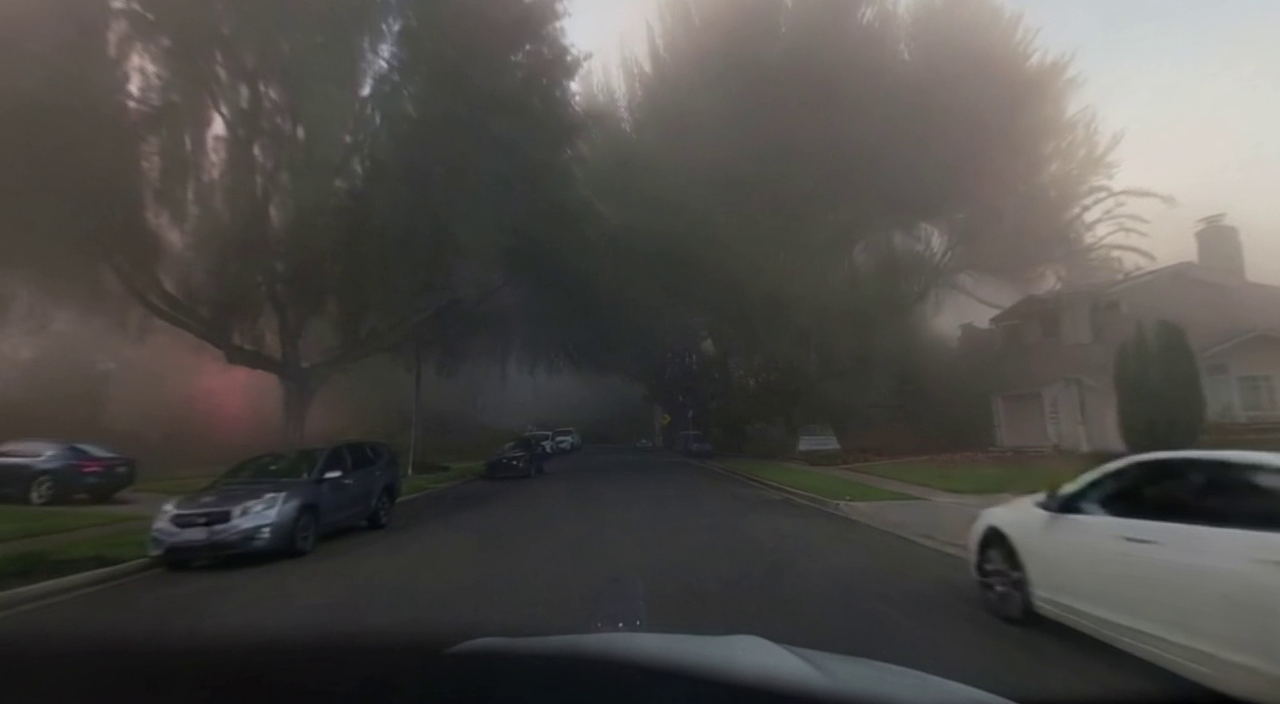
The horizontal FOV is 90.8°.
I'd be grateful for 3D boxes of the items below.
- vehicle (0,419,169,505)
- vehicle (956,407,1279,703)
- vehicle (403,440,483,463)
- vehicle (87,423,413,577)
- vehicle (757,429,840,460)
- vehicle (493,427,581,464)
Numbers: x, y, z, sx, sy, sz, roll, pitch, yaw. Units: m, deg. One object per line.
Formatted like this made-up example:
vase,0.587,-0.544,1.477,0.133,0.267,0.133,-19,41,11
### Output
vehicle,-14.127,2.489,14.460,5.088,1.792,1.966,0,-8,1
vehicle,3.698,1.085,3.352,1.945,1.495,3.983,0,-8,0
vehicle,-12.909,6.556,41.570,4.650,1.480,1.782,0,-9,0
vehicle,-5.069,1.943,9.137,1.887,1.660,4.312,0,-8,1
vehicle,10.402,6.116,41.762,4.919,1.969,2.104,1,-9,2
vehicle,-6.730,6.164,41.797,5.419,2.292,2.272,0,-7,-1
